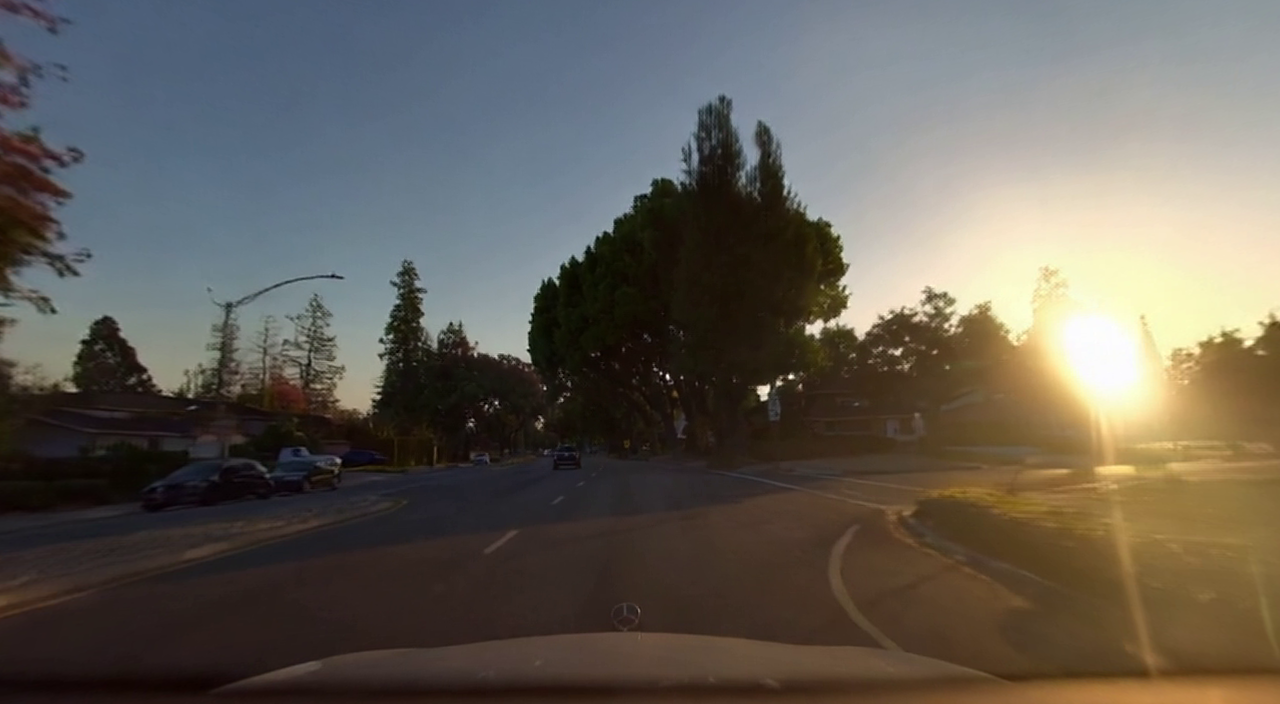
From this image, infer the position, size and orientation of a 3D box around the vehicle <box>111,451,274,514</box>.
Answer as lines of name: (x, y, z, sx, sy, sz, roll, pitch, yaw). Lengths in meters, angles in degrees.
vehicle: (-14.368, 4.159, 20.708, 1.966, 1.760, 4.604, 0, -8, -1)

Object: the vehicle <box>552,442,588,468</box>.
vehicle: (-5.002, 7.440, 45.783, 2.135, 1.731, 4.232, 0, -9, -1)

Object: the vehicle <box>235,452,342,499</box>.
vehicle: (-14.483, 5.052, 26.384, 1.968, 1.727, 4.548, 0, -8, -2)
